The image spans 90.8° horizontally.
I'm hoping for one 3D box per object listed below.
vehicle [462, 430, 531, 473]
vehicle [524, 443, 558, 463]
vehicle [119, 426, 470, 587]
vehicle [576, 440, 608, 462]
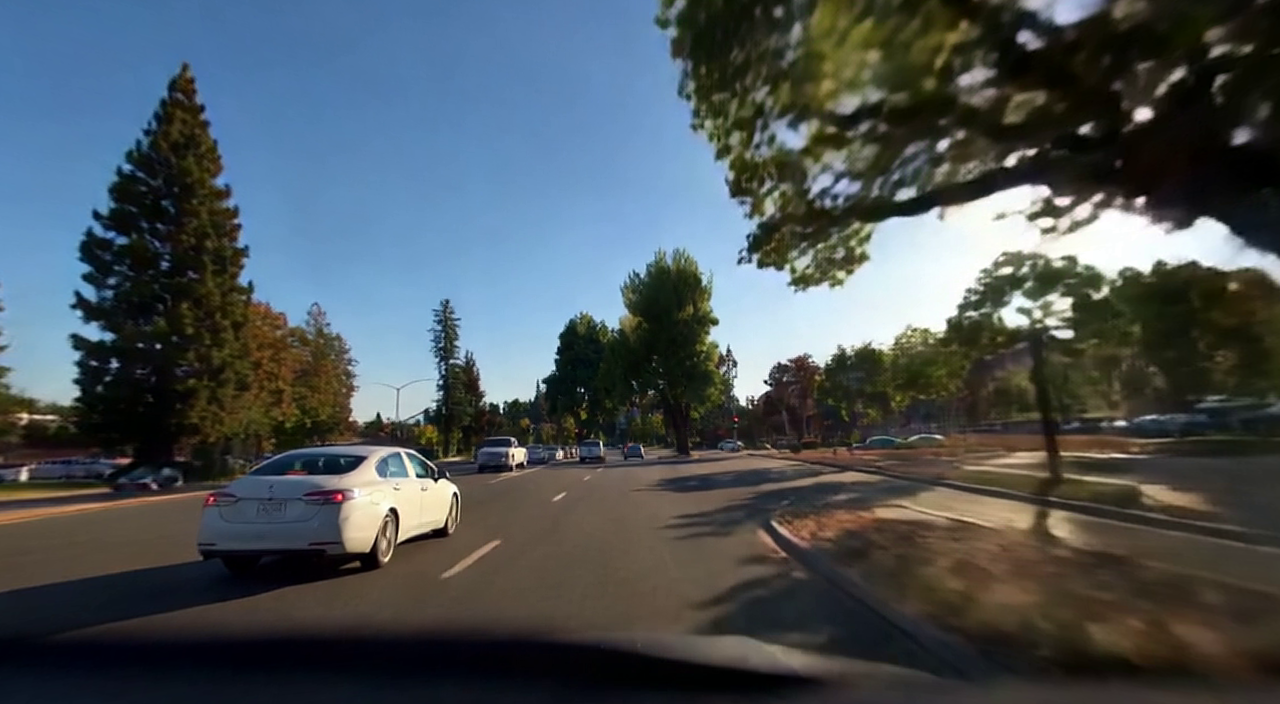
[{"bbox_3d":[-7.449,5.285,33.628,2.274,2.040,6.031,1,-9,0],"label":"vehicle"},{"bbox_3d":[-7.769,7.993,49.977,1.920,1.456,4.534,0,-9,0],"label":"vehicle"},{"bbox_3d":[-3.705,1.724,7.927,1.905,1.418,4.396,1,-9,0],"label":"vehicle"},{"bbox_3d":[-3.591,7.521,48.085,2.103,1.592,4.160,0,-9,1],"label":"vehicle"}]
